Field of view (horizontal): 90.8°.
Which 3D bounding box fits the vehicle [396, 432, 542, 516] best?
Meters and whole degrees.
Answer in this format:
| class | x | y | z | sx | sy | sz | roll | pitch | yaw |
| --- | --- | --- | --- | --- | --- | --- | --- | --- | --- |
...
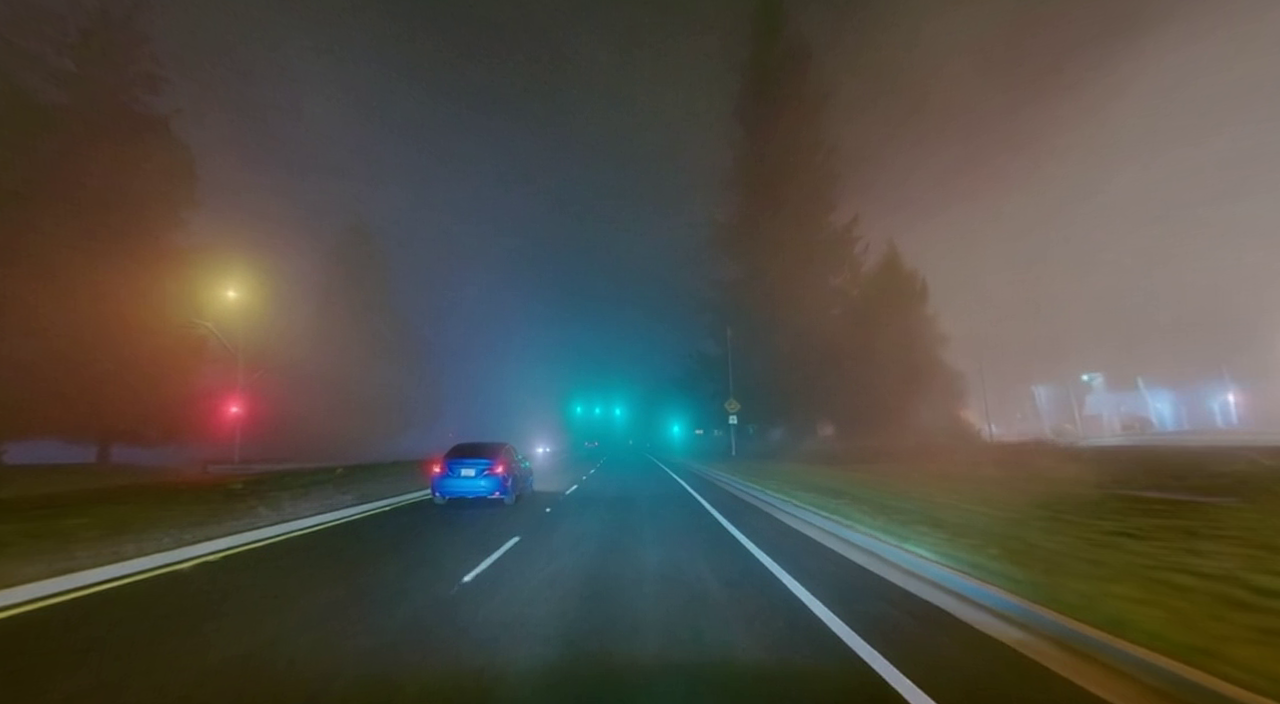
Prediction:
| class | x | y | z | sx | sy | sz | roll | pitch | yaw |
| --- | --- | --- | --- | --- | --- | --- | --- | --- | --- |
| vehicle | -3.352 | 2.472 | 13.307 | 1.964 | 1.472 | 4.078 | 0 | -8 | -1 |
